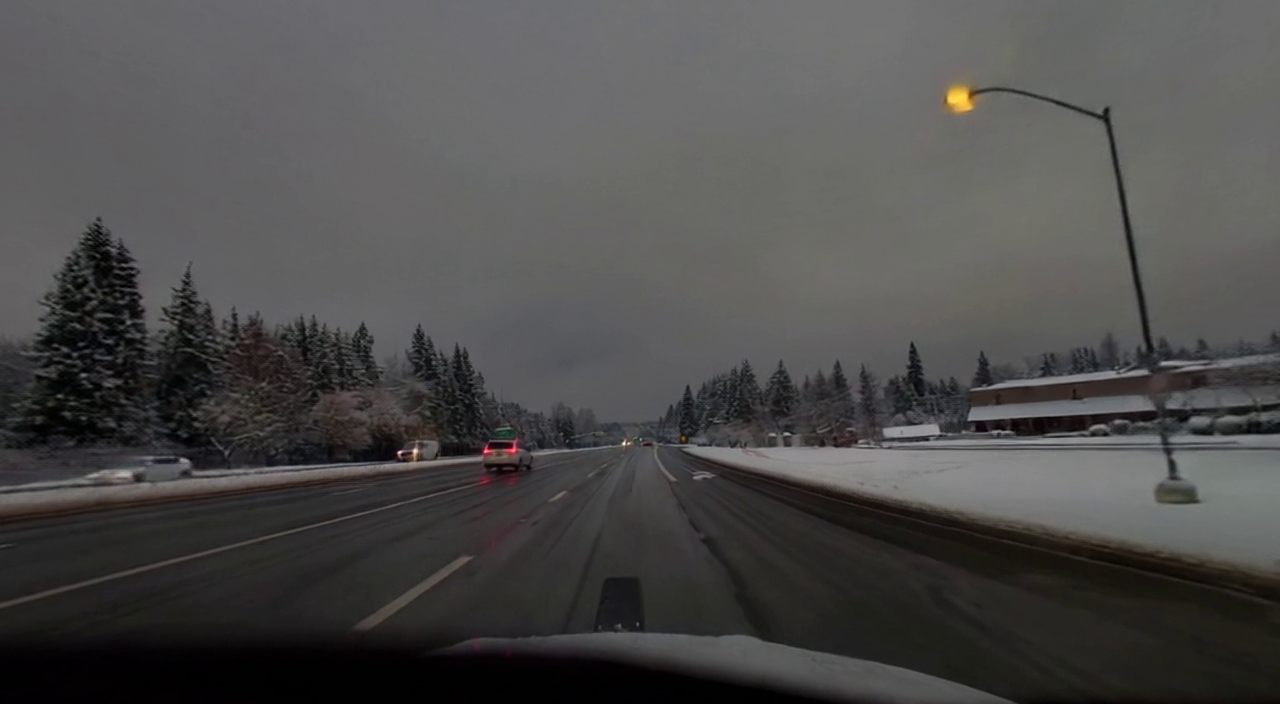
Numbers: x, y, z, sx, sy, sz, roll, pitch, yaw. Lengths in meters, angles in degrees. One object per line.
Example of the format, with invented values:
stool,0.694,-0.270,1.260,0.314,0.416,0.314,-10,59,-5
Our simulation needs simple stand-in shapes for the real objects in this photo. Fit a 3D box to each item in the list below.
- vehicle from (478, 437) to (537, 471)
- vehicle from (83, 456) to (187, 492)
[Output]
vehicle,-7.175,5.592,34.761,2.115,1.711,4.722,0,-8,2
vehicle,-27.320,6.558,34.417,1.958,1.712,4.643,0,-8,-2
